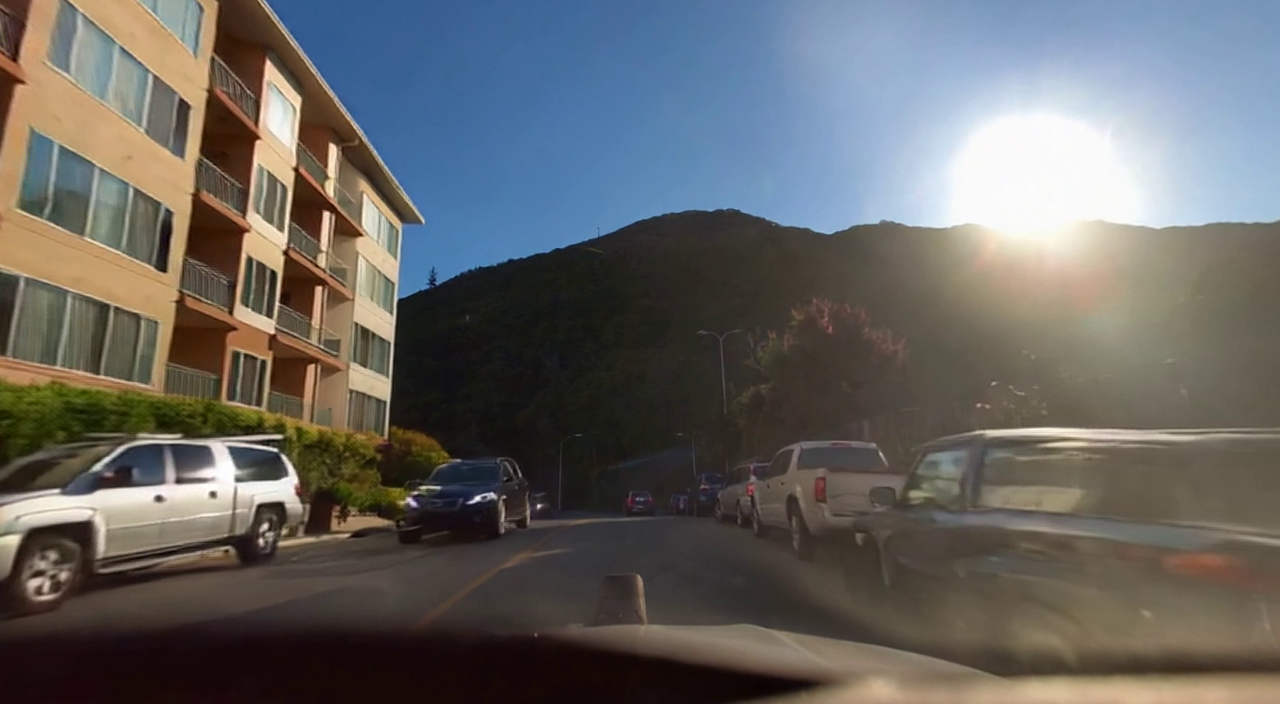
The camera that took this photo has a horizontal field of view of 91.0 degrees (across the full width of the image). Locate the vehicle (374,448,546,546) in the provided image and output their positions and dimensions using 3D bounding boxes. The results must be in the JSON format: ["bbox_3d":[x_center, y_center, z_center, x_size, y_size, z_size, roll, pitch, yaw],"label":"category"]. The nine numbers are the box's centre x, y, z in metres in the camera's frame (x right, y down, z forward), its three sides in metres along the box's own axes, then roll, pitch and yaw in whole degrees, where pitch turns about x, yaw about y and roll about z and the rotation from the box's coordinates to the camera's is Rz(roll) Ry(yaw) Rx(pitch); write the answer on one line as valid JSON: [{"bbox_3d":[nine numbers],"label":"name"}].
[{"bbox_3d":[-3.379,2.924,12.973,2.102,1.621,4.627,0,-12,1],"label":"vehicle"}]

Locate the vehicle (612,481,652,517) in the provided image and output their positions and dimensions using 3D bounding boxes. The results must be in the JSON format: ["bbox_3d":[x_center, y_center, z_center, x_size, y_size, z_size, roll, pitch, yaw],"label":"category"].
[{"bbox_3d":[-0.525,8.600,36.954,2.201,1.731,3.854,0,-8,-2],"label":"vehicle"}]

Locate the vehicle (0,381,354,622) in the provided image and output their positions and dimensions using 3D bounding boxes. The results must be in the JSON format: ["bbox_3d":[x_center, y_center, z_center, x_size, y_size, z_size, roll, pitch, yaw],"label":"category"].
[{"bbox_3d":[-6.412,1.754,8.138,2.692,1.949,5.948,0,-11,-1],"label":"vehicle"}]

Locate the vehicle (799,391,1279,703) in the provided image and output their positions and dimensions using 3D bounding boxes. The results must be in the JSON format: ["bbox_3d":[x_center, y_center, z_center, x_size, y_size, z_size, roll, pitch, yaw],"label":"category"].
[{"bbox_3d":[2.605,1.175,3.949,1.933,1.465,4.698,0,-8,-1],"label":"vehicle"}]
